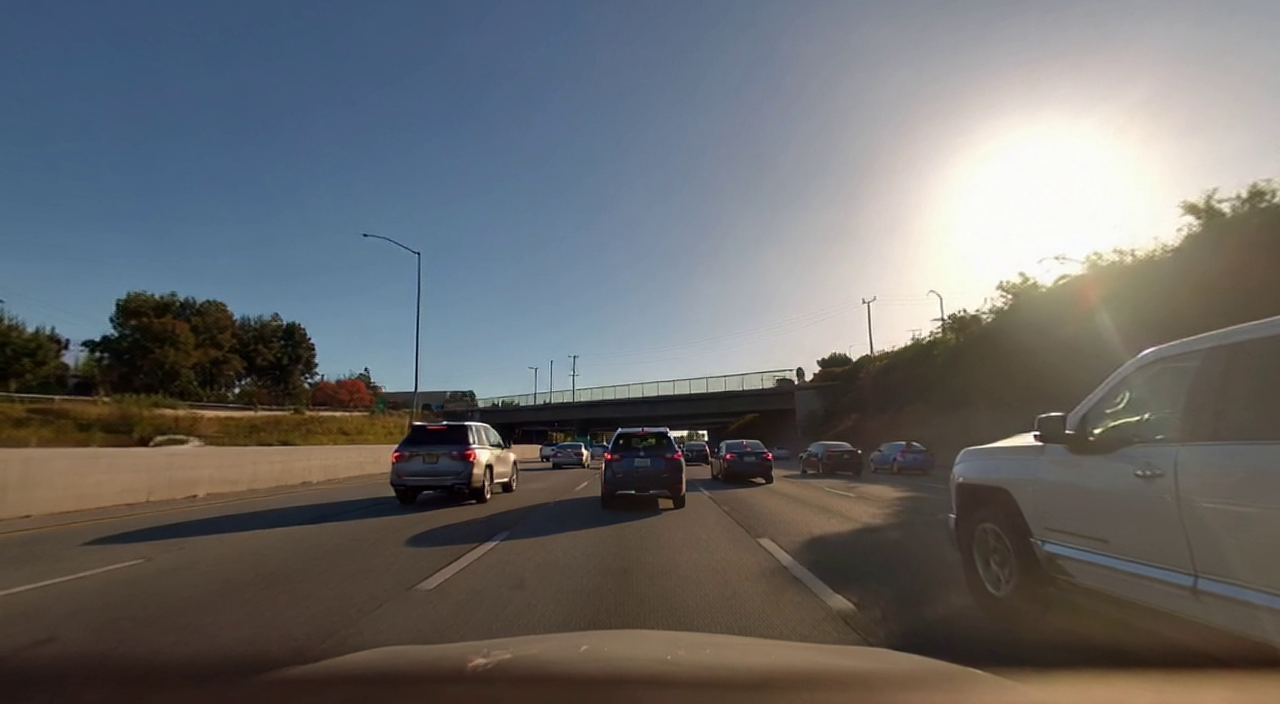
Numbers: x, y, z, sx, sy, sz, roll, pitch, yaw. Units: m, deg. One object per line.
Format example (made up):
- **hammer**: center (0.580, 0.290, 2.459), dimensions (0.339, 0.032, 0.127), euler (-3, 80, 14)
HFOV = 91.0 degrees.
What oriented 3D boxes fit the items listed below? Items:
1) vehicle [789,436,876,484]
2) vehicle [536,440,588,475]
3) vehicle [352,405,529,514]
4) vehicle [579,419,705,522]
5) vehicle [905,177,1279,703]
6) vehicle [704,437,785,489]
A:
- **vehicle**: center (7.675, 4.354, 25.685), dimensions (2.054, 1.769, 4.693), euler (0, -9, 0)
- **vehicle**: center (-3.961, 5.451, 32.770), dimensions (1.982, 1.655, 4.604), euler (0, -9, 1)
- **vehicle**: center (-4.453, 2.563, 15.440), dimensions (2.212, 2.101, 6.052), euler (0, -9, 1)
- **vehicle**: center (0.053, 2.381, 13.104), dimensions (2.181, 1.756, 4.167), euler (0, -9, 0)
- **vehicle**: center (3.474, 0.577, 2.768), dimensions (2.300, 2.242, 5.327), euler (0, -9, 0)
- **vehicle**: center (3.543, 3.852, 22.222), dimensions (2.022, 1.633, 4.651), euler (1, -9, -1)
